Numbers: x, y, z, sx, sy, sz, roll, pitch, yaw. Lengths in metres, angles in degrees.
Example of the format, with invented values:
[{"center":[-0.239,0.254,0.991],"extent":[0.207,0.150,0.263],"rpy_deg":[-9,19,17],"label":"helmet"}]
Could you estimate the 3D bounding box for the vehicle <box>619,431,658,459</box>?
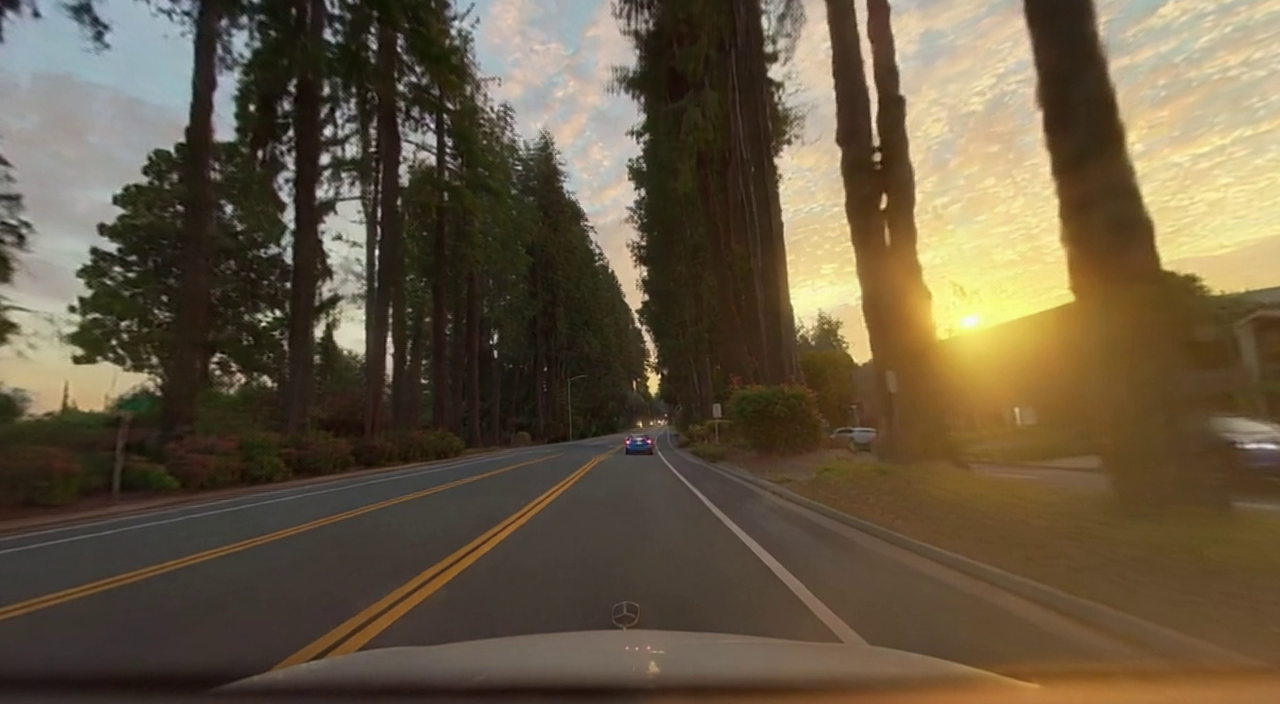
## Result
[{"center":[-0.090,5.279,35.924],"extent":[2.067,1.486,3.861],"rpy_deg":[0,-9,0],"label":"vehicle"}]
